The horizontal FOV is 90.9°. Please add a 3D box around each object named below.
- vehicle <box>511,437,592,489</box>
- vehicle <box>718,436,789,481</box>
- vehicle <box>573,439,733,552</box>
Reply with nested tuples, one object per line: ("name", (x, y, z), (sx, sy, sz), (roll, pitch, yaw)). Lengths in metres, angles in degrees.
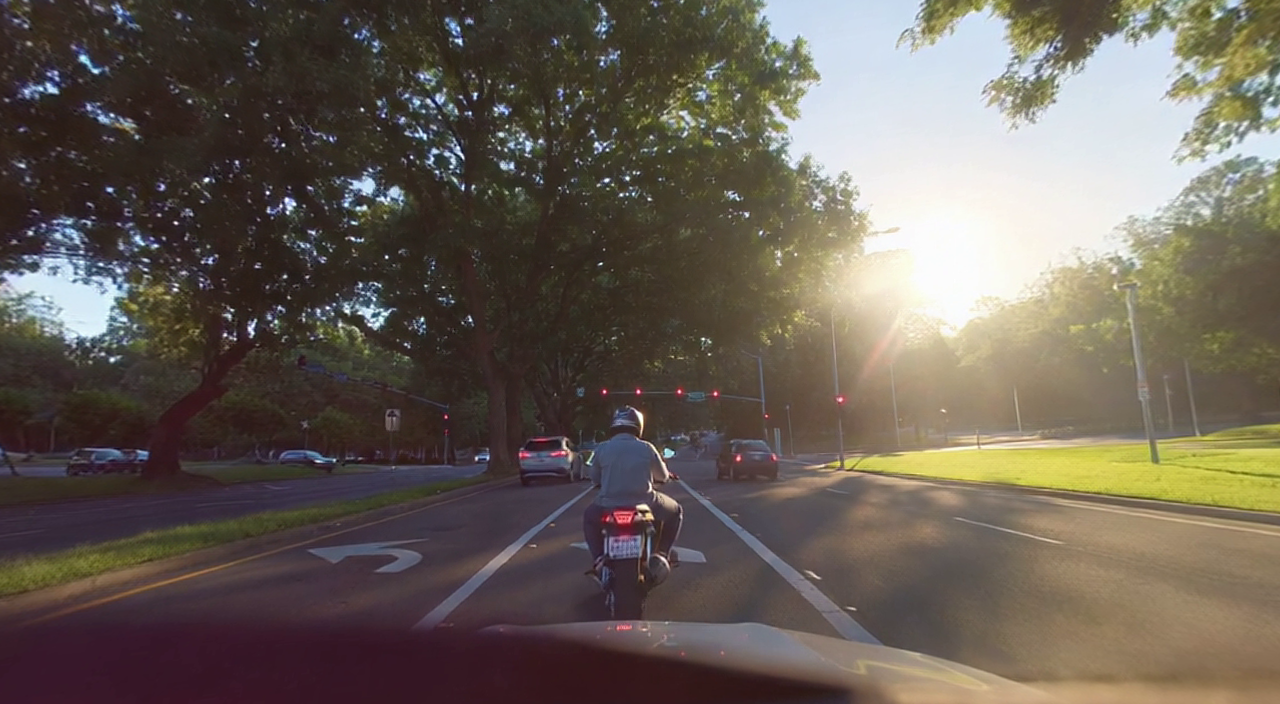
("vehicle", (-3.055, 3.948, 22.862), (2.056, 1.647, 5.045), (-1, -8, 2))
("vehicle", (4.562, 4.339, 25.953), (2.075, 1.661, 4.229), (0, -8, 0))
("vehicle", (0.146, 2.206, 10.530), (2.093, 1.450, 4.437), (0, -8, -1))
